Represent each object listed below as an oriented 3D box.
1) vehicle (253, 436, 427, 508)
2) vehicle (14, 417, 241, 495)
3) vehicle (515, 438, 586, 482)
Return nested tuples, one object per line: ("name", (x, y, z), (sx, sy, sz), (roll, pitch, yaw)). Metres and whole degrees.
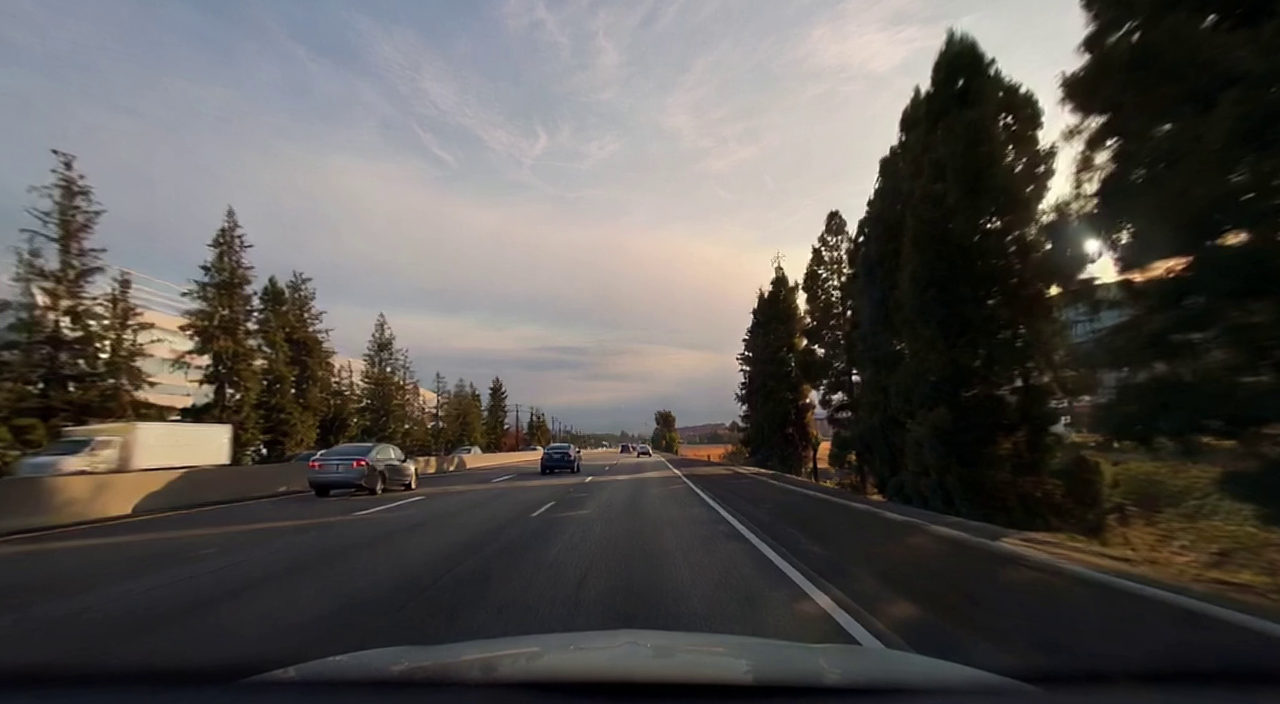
("vehicle", (-7.181, 2.911, 15.779), (2.034, 1.523, 4.627), (0, -9, 1))
("vehicle", (-19.560, 4.041, 24.827), (2.857, 2.607, 7.051), (0, -9, 1))
("vehicle", (-3.506, 4.349, 25.594), (2.083, 1.588, 4.801), (0, -9, 1))
